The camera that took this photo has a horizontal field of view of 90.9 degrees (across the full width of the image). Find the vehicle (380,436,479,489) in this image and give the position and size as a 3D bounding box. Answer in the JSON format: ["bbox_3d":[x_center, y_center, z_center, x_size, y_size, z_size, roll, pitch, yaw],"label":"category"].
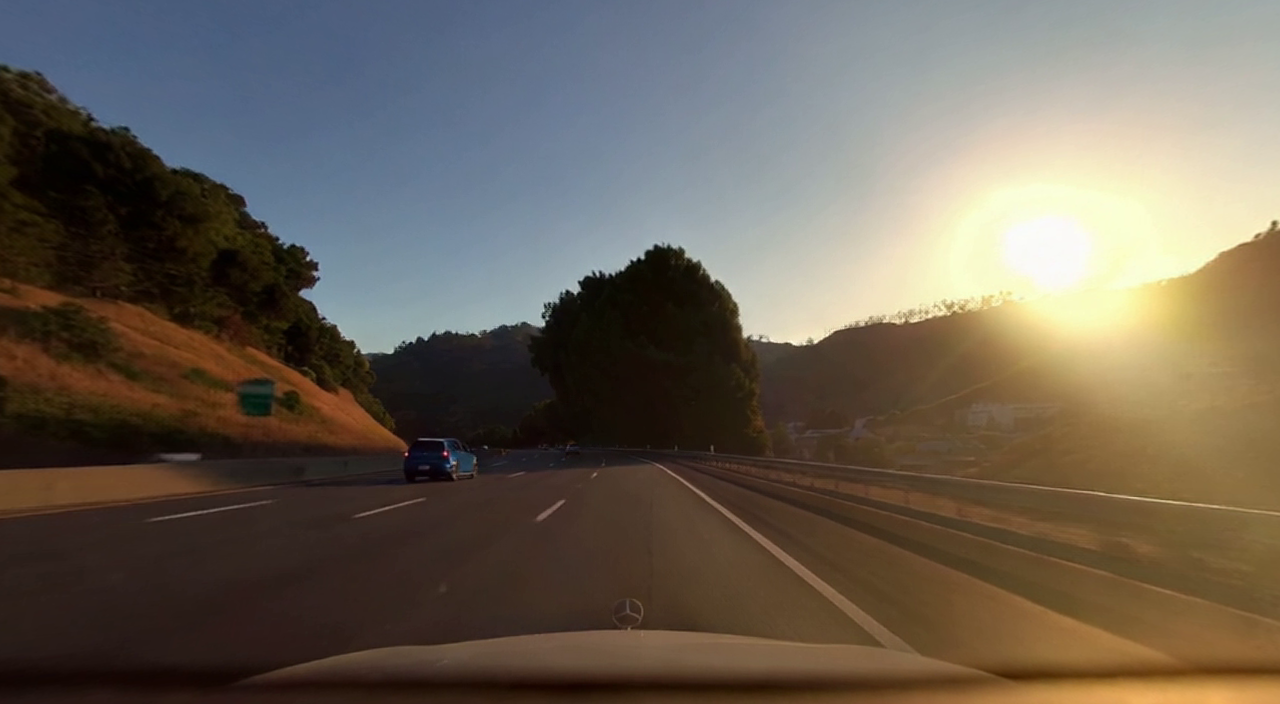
[{"bbox_3d":[-7.546,4.002,23.150,2.046,1.712,4.533,0,-8,0],"label":"vehicle"}]
